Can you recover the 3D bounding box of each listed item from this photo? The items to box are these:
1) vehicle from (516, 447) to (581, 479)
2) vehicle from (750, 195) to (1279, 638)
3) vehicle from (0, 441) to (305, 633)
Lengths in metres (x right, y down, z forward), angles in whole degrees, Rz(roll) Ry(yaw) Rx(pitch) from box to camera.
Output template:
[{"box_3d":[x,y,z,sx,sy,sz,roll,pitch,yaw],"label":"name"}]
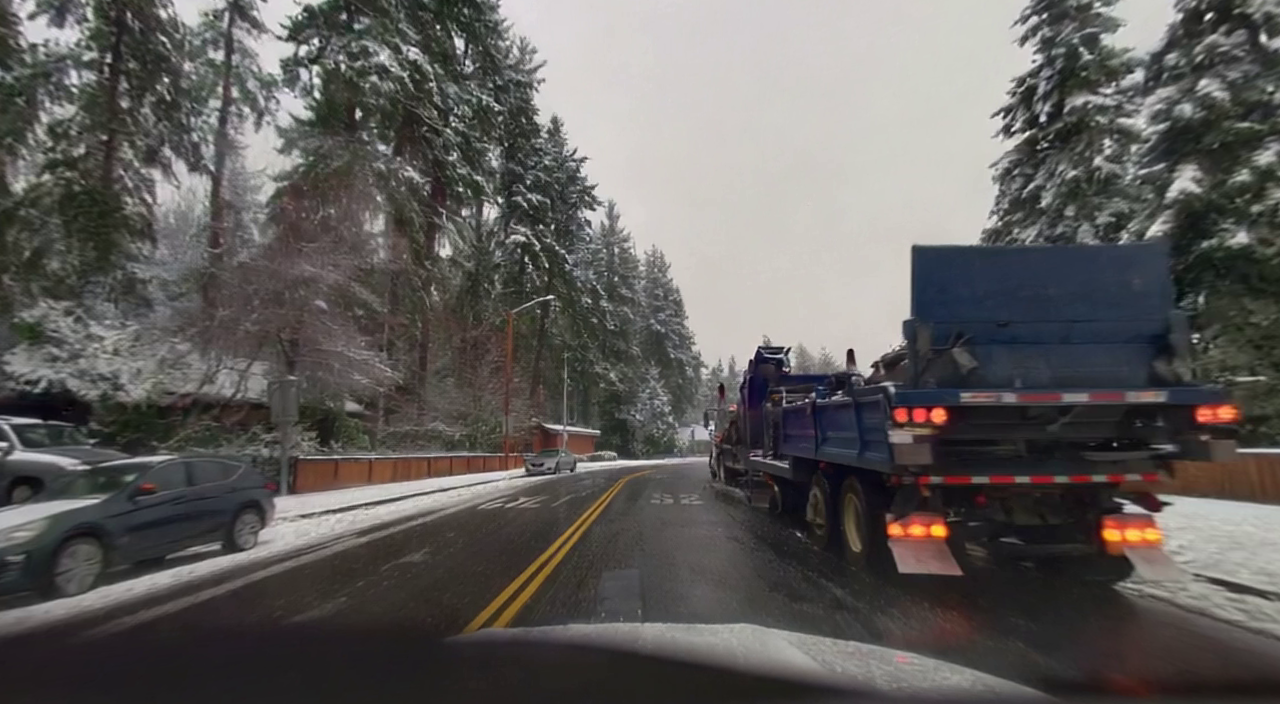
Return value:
[{"box_3d":[-4.480,5.502,31.584,1.930,1.487,4.213,-2,-9,11],"label":"vehicle"},{"box_3d":[3.889,0.997,9.096,3.107,3.379,8.460,-1,-8,1],"label":"vehicle"},{"box_3d":[-6.083,1.839,7.413,1.820,1.528,4.425,1,-9,0],"label":"vehicle"}]
